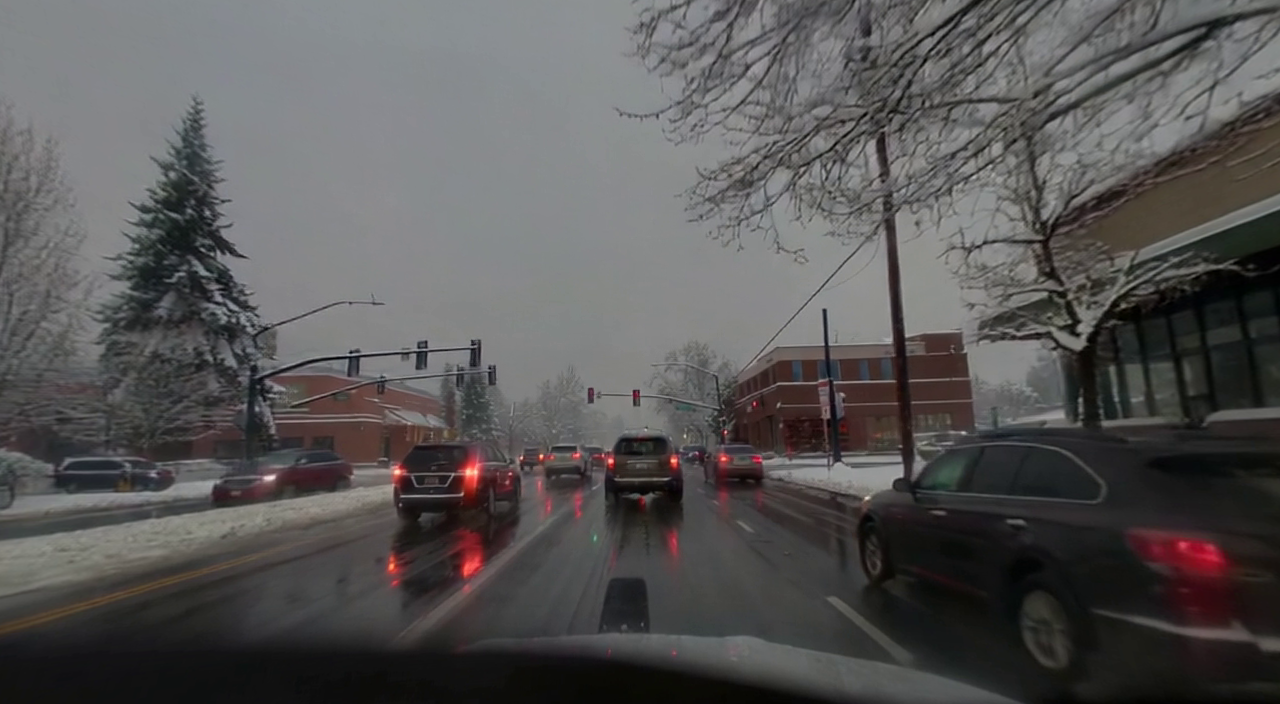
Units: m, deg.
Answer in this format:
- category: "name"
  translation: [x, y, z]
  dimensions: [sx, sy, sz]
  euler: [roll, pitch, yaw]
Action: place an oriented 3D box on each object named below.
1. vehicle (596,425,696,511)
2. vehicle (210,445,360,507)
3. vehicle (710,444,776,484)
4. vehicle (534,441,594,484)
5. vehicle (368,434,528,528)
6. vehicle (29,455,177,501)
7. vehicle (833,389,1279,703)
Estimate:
- category: "vehicle"
  translation: [0.151, 2.712, 15.153]
  dimensions: [2.075, 1.770, 4.018]
  euler: [0, -8, 1]
- category: "vehicle"
  translation: [-10.835, 3.780, 19.749]
  dimensions: [1.948, 1.691, 4.532]
  euler: [0, -8, 2]
- category: "vehicle"
  translation: [4.080, 4.492, 25.719]
  dimensions: [1.986, 1.457, 4.566]
  euler: [0, -8, 1]
- category: "vehicle"
  translation: [-3.078, 4.569, 26.368]
  dimensions: [1.894, 1.642, 3.861]
  euler: [0, -8, 2]
- category: "vehicle"
  translation: [-3.681, 2.536, 13.000]
  dimensions: [1.886, 1.599, 4.247]
  euler: [0, -8, 1]
- category: "vehicle"
  translation: [-24.299, 5.675, 28.882]
  dimensions: [1.919, 1.831, 5.335]
  euler: [0, -8, 2]
- category: "vehicle"
  translation: [2.968, 1.185, 4.115]
  dimensions: [2.030, 1.492, 4.383]
  euler: [0, -8, 0]
